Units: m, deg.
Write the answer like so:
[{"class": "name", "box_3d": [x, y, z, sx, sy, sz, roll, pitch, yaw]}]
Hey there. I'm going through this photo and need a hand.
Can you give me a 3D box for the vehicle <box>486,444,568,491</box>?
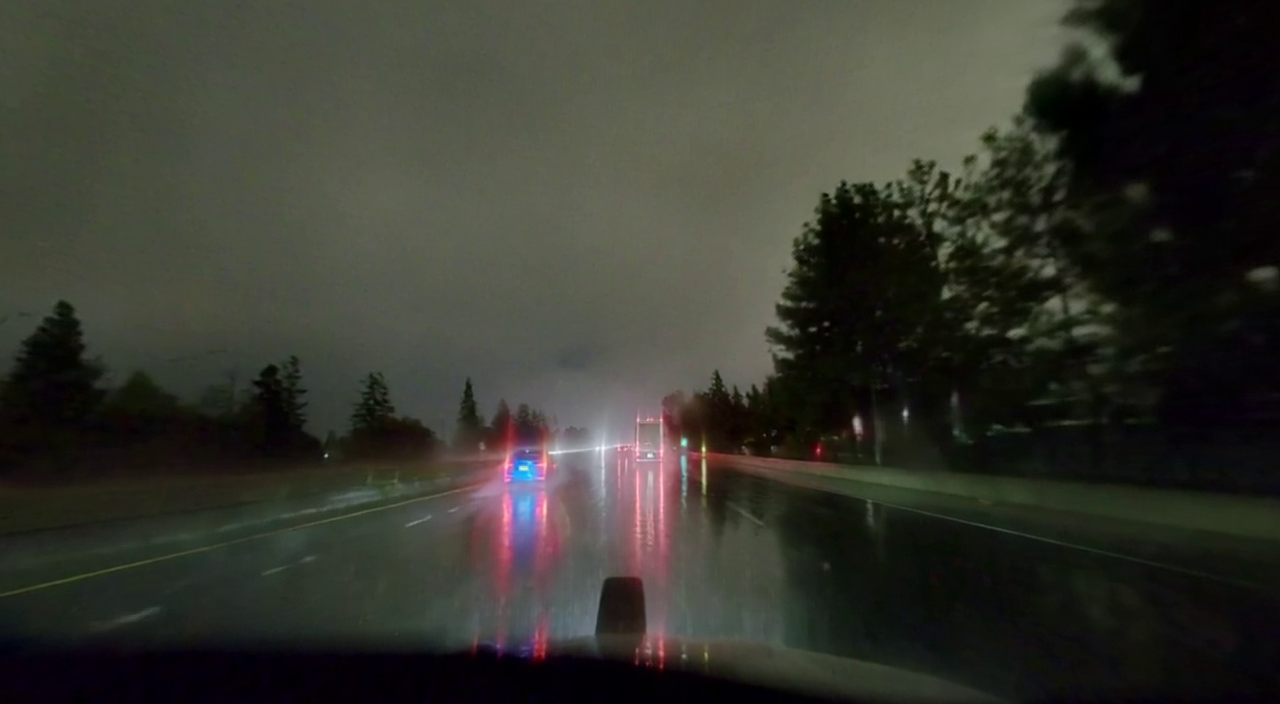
[{"class": "vehicle", "box_3d": [-3.970, 4.163, 23.110, 1.999, 1.533, 4.870, -1, -9, 1]}]
